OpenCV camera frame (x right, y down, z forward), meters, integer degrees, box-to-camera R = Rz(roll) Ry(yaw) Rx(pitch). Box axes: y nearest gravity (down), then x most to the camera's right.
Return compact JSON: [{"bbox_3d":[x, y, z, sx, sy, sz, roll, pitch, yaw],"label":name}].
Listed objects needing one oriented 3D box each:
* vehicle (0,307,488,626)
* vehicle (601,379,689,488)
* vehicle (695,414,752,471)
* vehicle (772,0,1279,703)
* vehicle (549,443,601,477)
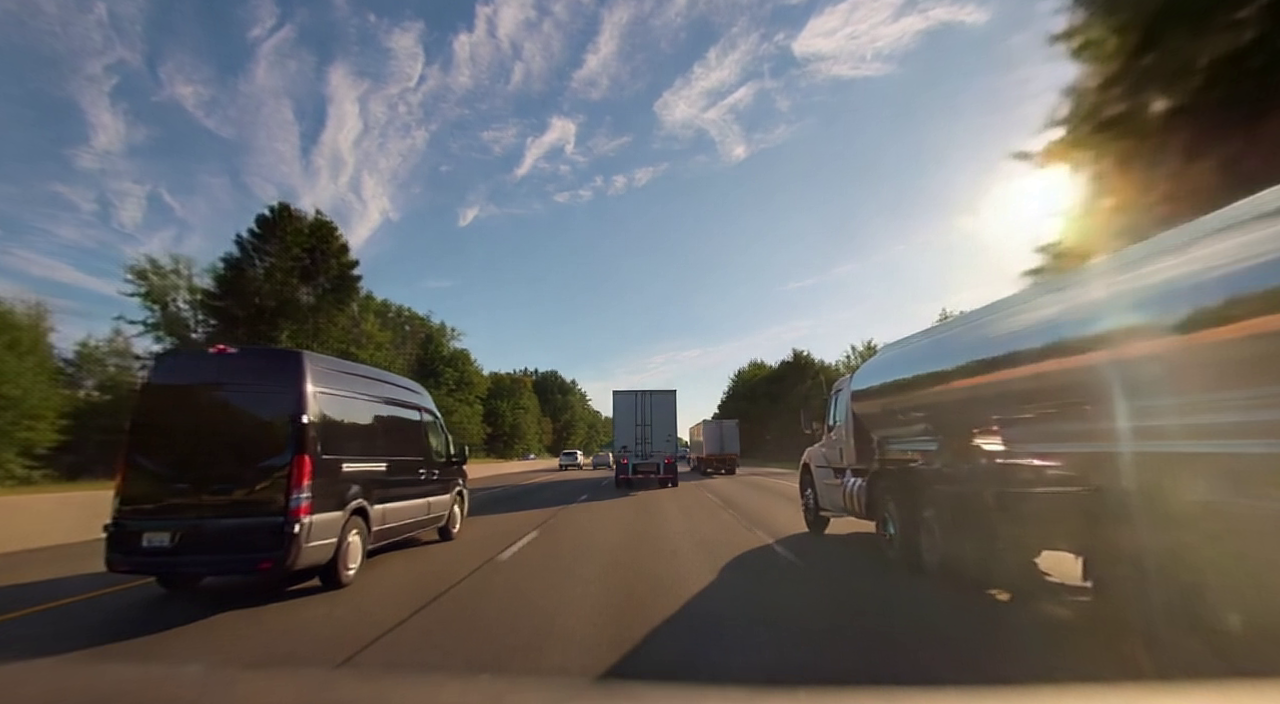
[{"bbox_3d":[-4.110,1.365,8.288,2.525,2.572,6.260,0,-9,1],"label":"vehicle"},{"bbox_3d":[0.098,3.296,24.661,2.773,3.455,9.118,0,-9,-1],"label":"vehicle"},{"bbox_3d":[5.688,6.493,44.967,2.706,3.500,11.483,0,-9,1],"label":"vehicle"},{"bbox_3d":[4.393,0.326,7.329,3.139,4.152,11.915,0,-9,0],"label":"vehicle"},{"bbox_3d":[-3.390,5.766,33.923,2.134,1.652,4.439,0,-9,2],"label":"vehicle"}]
